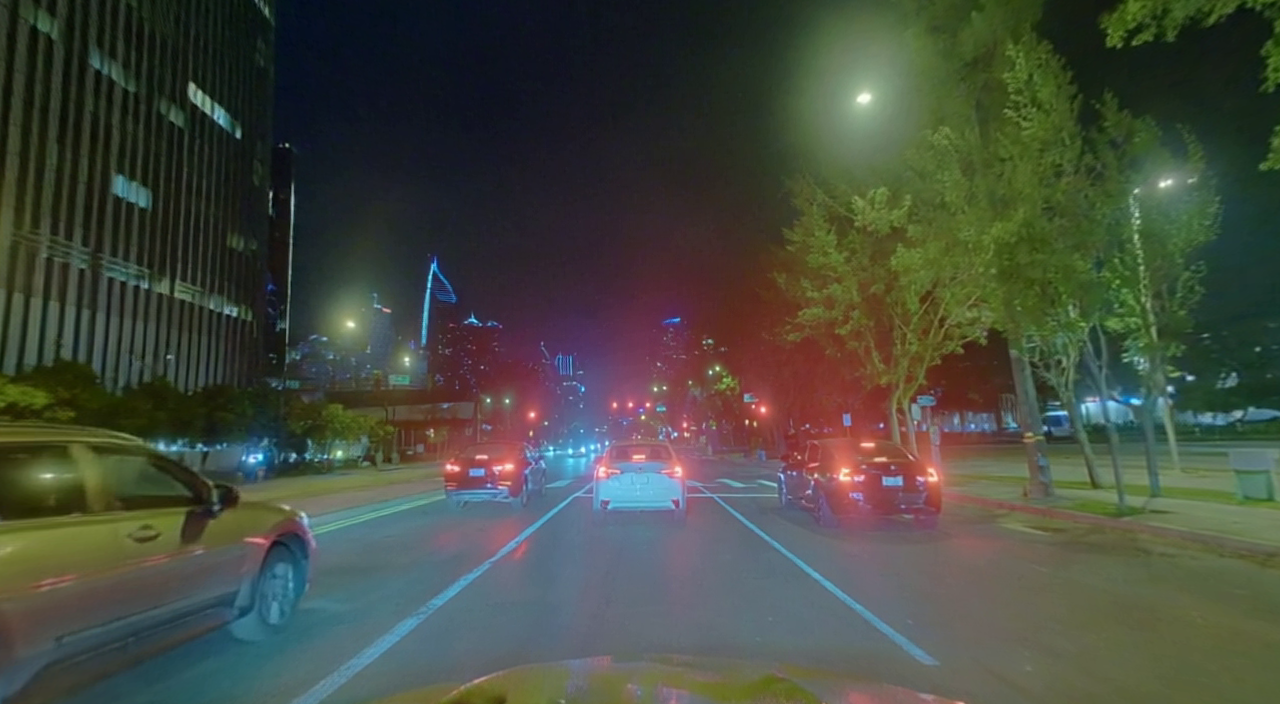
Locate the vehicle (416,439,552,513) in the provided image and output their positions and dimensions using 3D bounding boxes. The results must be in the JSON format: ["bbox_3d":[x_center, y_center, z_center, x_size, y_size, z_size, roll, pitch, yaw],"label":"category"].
[{"bbox_3d":[-3.411,2.786,14.687,2.002,1.465,4.098,0,-8,2],"label":"vehicle"}]

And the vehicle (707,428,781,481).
[{"bbox_3d":[4.197,4.260,26.358,2.142,1.957,5.443,0,-8,0],"label":"vehicle"}]

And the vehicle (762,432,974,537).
[{"bbox_3d":[3.717,2.231,11.314,1.990,1.486,4.431,0,-8,-2],"label":"vehicle"}]

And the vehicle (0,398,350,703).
[{"bbox_3d":[-3.327,0.981,2.693,2.038,1.481,4.379,0,-8,1],"label":"vehicle"}]

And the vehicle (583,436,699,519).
[{"bbox_3d":[-0.054,2.561,13.395,2.101,1.480,3.929,0,-8,-2],"label":"vehicle"}]
